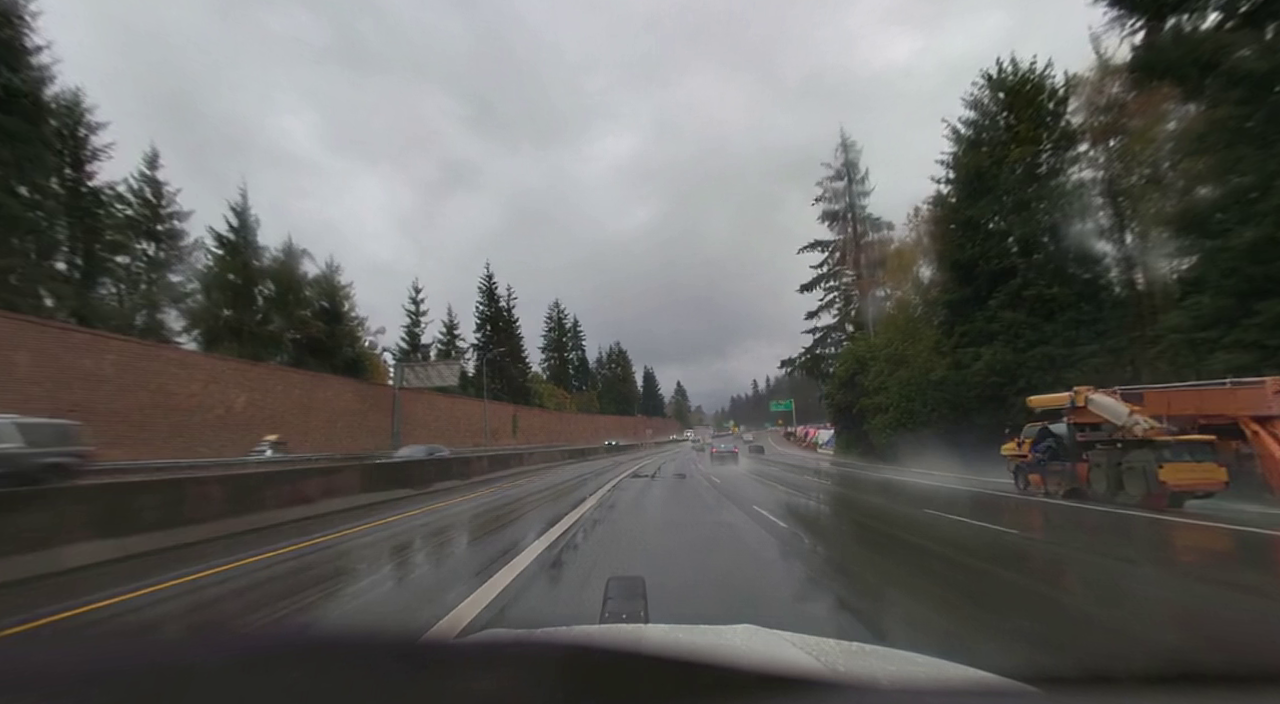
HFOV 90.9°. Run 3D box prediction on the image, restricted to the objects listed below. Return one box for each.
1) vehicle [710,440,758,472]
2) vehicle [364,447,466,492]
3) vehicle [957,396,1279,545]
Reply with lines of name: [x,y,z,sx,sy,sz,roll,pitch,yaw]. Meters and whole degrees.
vehicle: [4.686,5.244,32.064,1.926,1.477,4.080,-1,-8,2]
vehicle: [-8.323,4.367,23.882,1.904,1.458,4.723,-1,-8,3]
vehicle: [8.065,1.940,11.019,2.188,1.924,5.511,0,-8,1]
